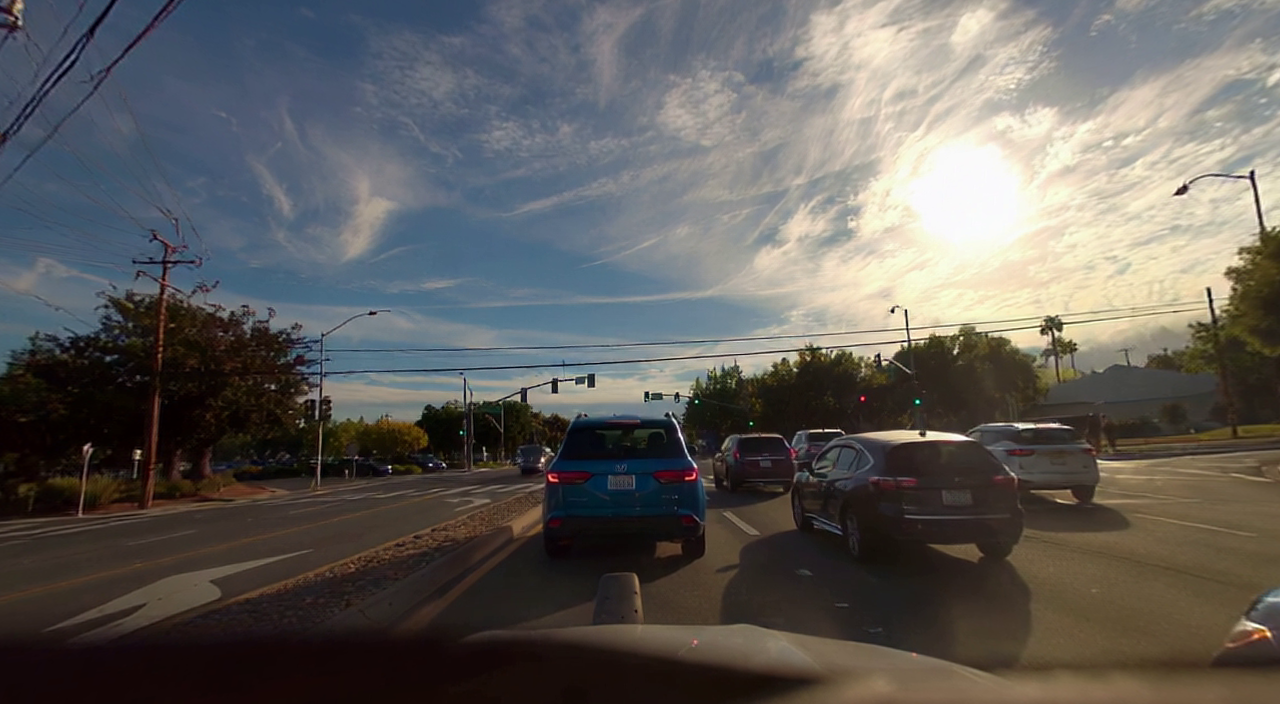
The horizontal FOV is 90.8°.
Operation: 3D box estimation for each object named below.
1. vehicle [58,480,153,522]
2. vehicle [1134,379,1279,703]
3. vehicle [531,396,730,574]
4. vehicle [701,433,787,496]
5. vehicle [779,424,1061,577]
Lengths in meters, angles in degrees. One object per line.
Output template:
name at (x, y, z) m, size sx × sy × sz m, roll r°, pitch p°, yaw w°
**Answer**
vehicle at (-26.381, 7.355, 31.177) m, size 4.526 × 1.715 × 1.989 m, roll -11°, pitch -13°, yaw 28°
vehicle at (3.276, 0.629, 0.740) m, size 1.889 × 1.517 × 4.308 m, roll 0°, pitch -9°, yaw 0°
vehicle at (-0.140, 1.817, 9.353) m, size 2.231 × 1.998 × 4.254 m, roll 0°, pitch -9°, yaw -1°
vehicle at (3.142, 3.484, 19.930) m, size 1.915 × 1.765 × 4.047 m, roll 0°, pitch -9°, yaw -1°
vehicle at (3.432, 1.890, 8.892) m, size 1.880 × 1.579 × 4.401 m, roll 0°, pitch -9°, yaw -1°
